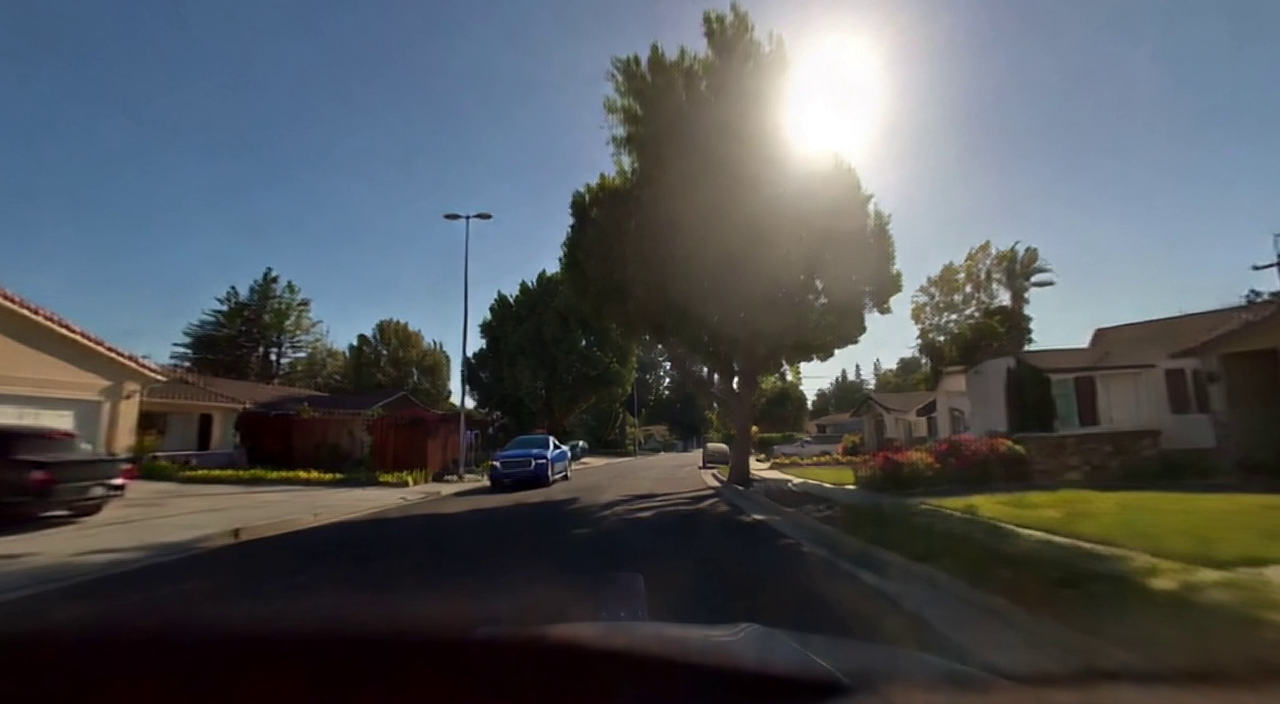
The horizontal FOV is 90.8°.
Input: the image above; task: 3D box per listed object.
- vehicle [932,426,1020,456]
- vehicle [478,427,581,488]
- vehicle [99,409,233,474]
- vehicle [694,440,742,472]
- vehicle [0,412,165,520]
[{"bbox_3d":[18.333,4.850,34.658,3.903,1.592,1.921,-2,-7,15],"label":"vehicle"},{"bbox_3d":[-4.013,4.063,24.559,2.274,2.008,6.986,-1,-9,4],"label":"vehicle"},{"bbox_3d":[-20.959,3.950,28.106,4.119,2.697,2.226,-1,-7,2],"label":"vehicle"},{"bbox_3d":[4.335,5.857,35.855,2.051,1.676,4.497,0,-9,-1],"label":"vehicle"},{"bbox_3d":[-13.318,2.280,12.800,5.497,1.983,2.191,0,-9,-1],"label":"vehicle"}]
